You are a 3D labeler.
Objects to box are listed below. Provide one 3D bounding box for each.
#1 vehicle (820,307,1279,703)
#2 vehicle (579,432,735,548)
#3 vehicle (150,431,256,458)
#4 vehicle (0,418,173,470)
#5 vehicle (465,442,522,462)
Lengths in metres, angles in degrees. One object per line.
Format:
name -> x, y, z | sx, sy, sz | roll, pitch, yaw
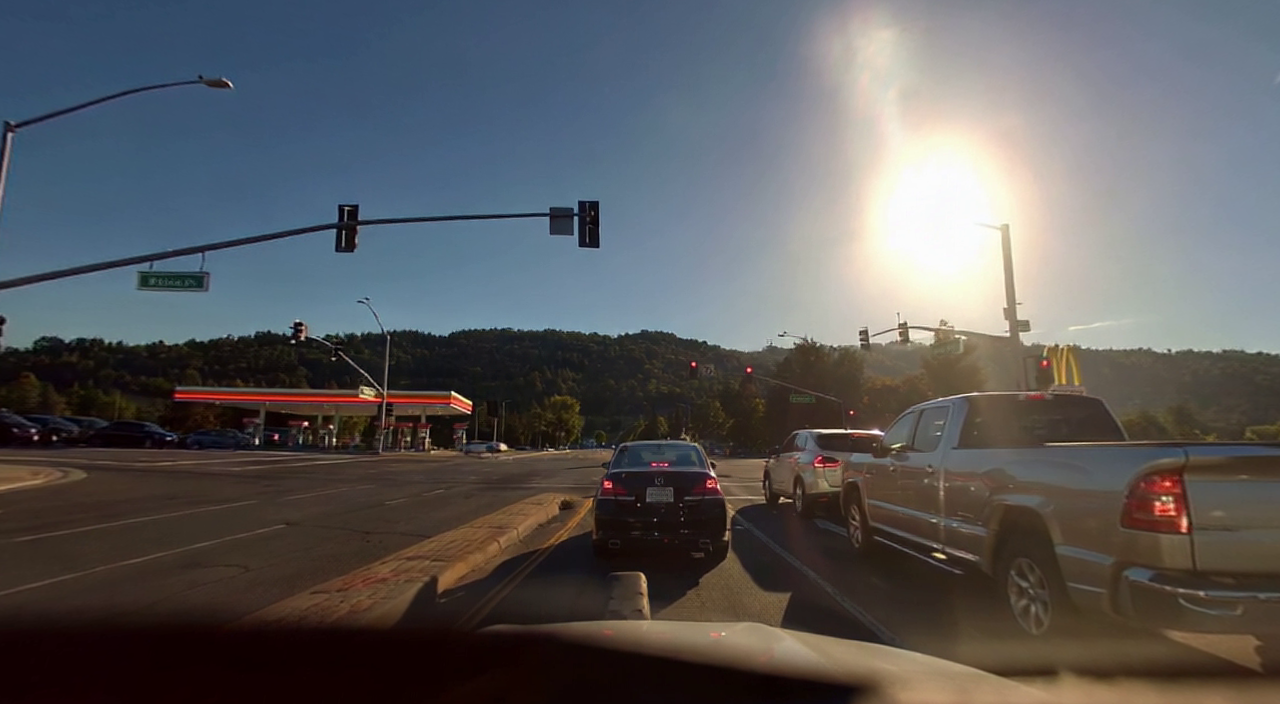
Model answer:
vehicle -> 3.533, 1.201, 5.269 | 2.277, 1.871, 6.143 | 0, -8, 0
vehicle -> 0.221, 2.082, 10.186 | 2.027, 1.494, 3.824 | 0, -8, 0
vehicle -> -23.200, 4.932, 33.577 | 4.326, 1.420, 1.798 | -1, -8, 4
vehicle -> -19.697, 3.265, 22.317 | 4.742, 1.720, 2.107 | -1, -8, 5
vehicle -> -11.456, 7.825, 49.622 | 1.963, 1.460, 4.528 | -4, -9, 26
